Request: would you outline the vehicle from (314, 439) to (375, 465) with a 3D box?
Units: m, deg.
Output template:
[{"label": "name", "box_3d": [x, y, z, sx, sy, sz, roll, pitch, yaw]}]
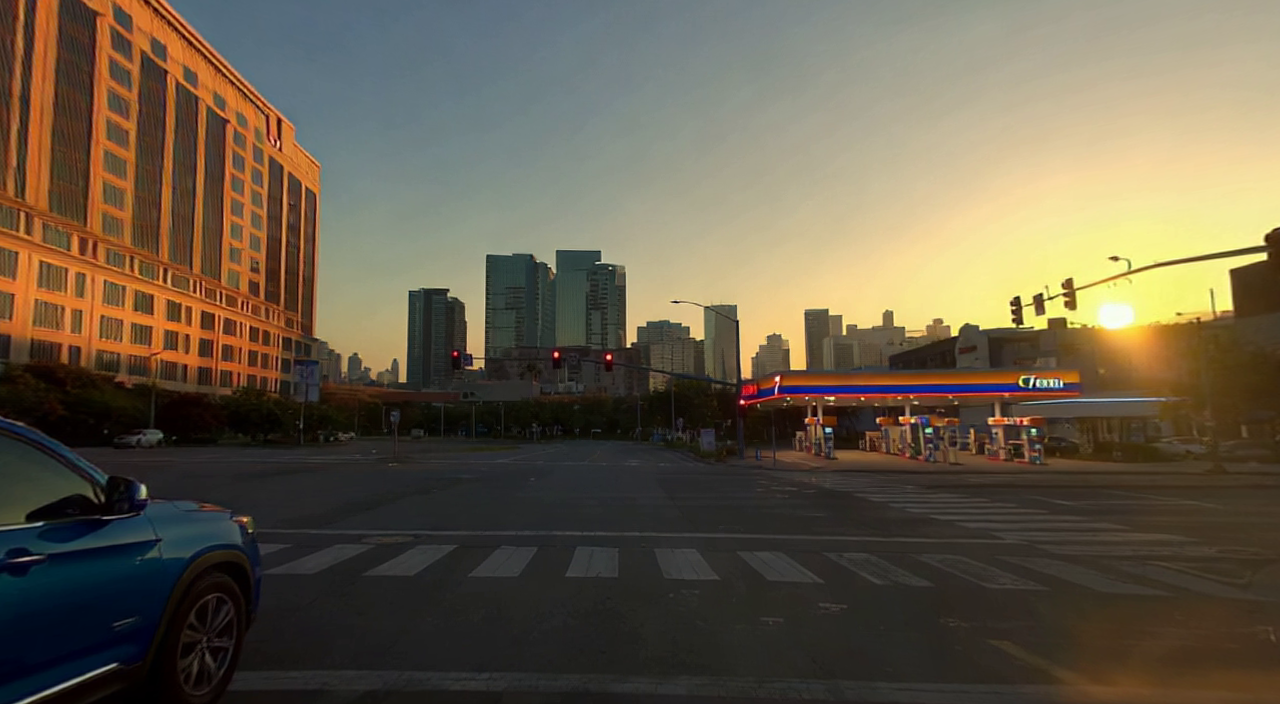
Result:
[{"label": "vehicle", "box_3d": [-20.487, 6.922, 43.832, 2.004, 1.699, 4.486, 0, -9, 0]}]

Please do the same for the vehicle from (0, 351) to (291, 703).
[{"label": "vehicle", "box_3d": [-3.441, 0.802, 2.037, 2.053, 1.690, 4.364, 0, -9, 1]}]
